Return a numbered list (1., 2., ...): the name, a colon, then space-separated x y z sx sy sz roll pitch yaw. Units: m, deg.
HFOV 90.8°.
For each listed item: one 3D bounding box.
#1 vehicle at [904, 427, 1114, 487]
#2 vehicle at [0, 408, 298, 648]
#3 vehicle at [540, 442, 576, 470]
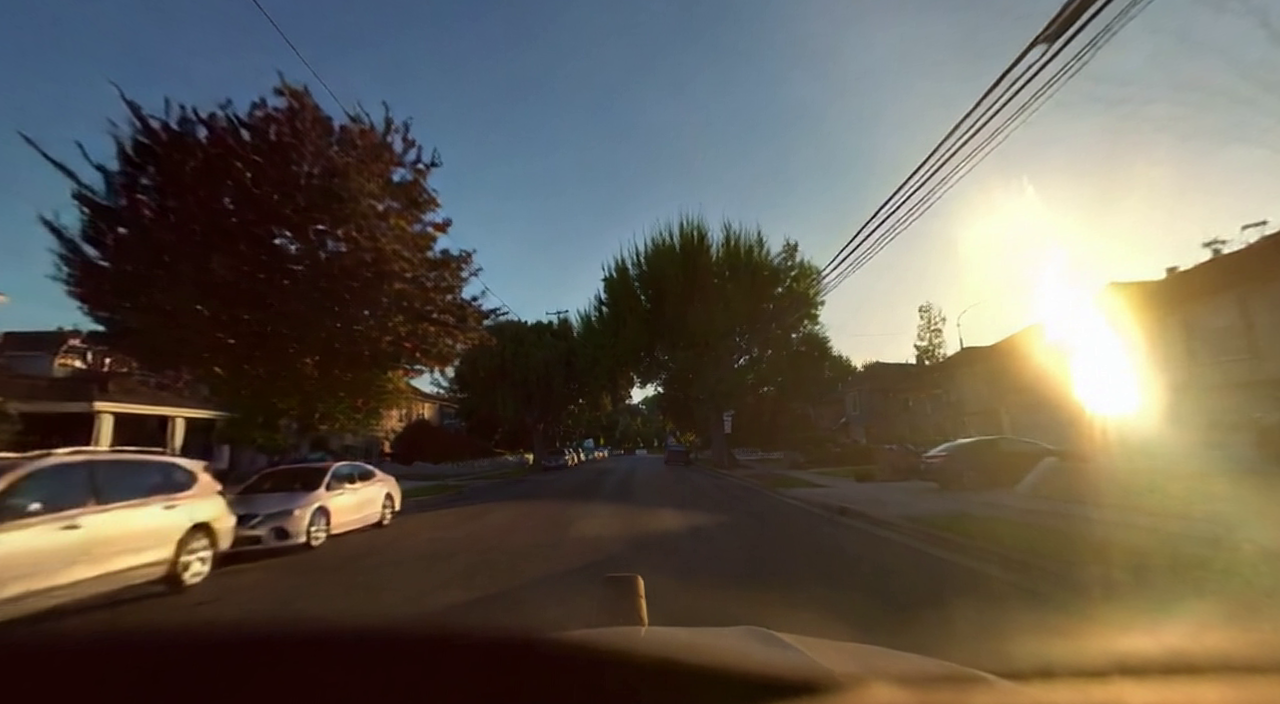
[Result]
1. vehicle: 10.228 2.956 17.802 4.629 1.504 1.945 -1 -9 -1
2. vehicle: -5.829 1.591 6.253 2.015 1.766 5.450 -3 -8 -2
3. vehicle: -6.341 8.032 49.169 2.050 1.911 4.852 -3 -7 0
